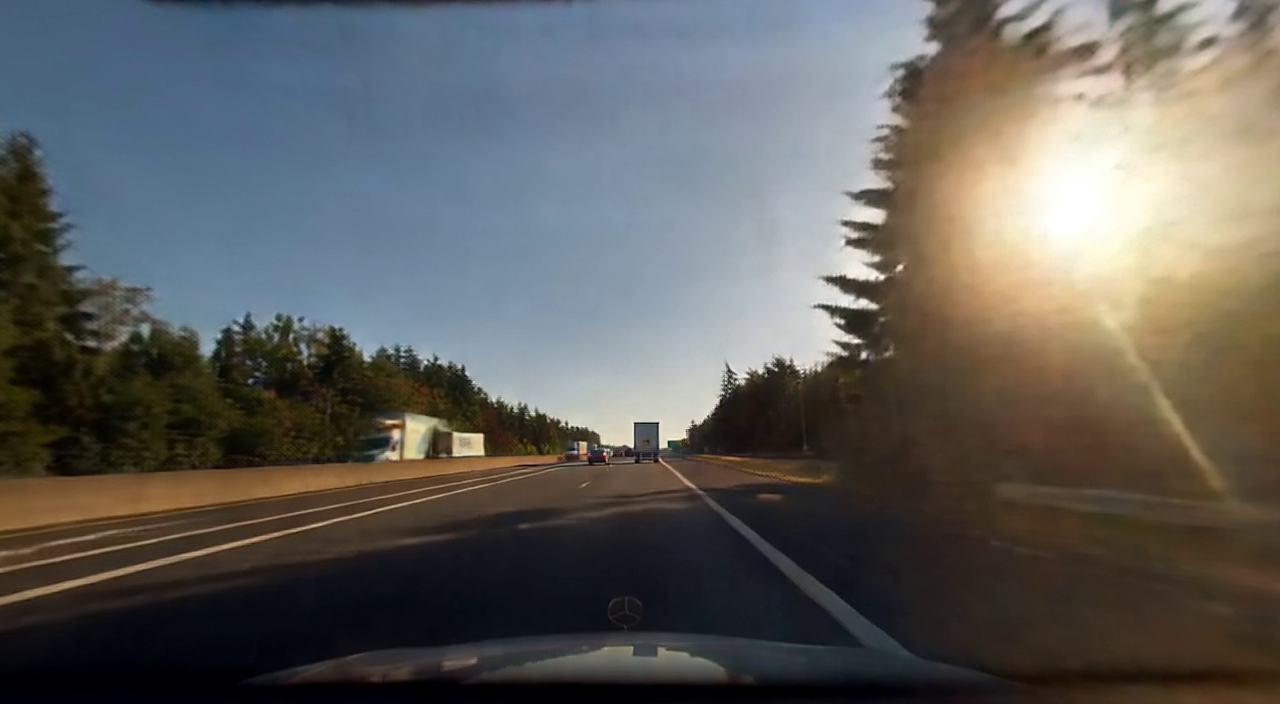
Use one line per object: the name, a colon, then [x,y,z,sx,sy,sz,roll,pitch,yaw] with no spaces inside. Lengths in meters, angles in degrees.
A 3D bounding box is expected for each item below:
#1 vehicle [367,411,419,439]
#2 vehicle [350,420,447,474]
vehicle: [-17.134,5.139,44.000,1.866,1.761,4.683,-2,-8,-1]
vehicle: [-17.277,6.950,46.184,3.018,3.494,10.321,0,-9,0]
